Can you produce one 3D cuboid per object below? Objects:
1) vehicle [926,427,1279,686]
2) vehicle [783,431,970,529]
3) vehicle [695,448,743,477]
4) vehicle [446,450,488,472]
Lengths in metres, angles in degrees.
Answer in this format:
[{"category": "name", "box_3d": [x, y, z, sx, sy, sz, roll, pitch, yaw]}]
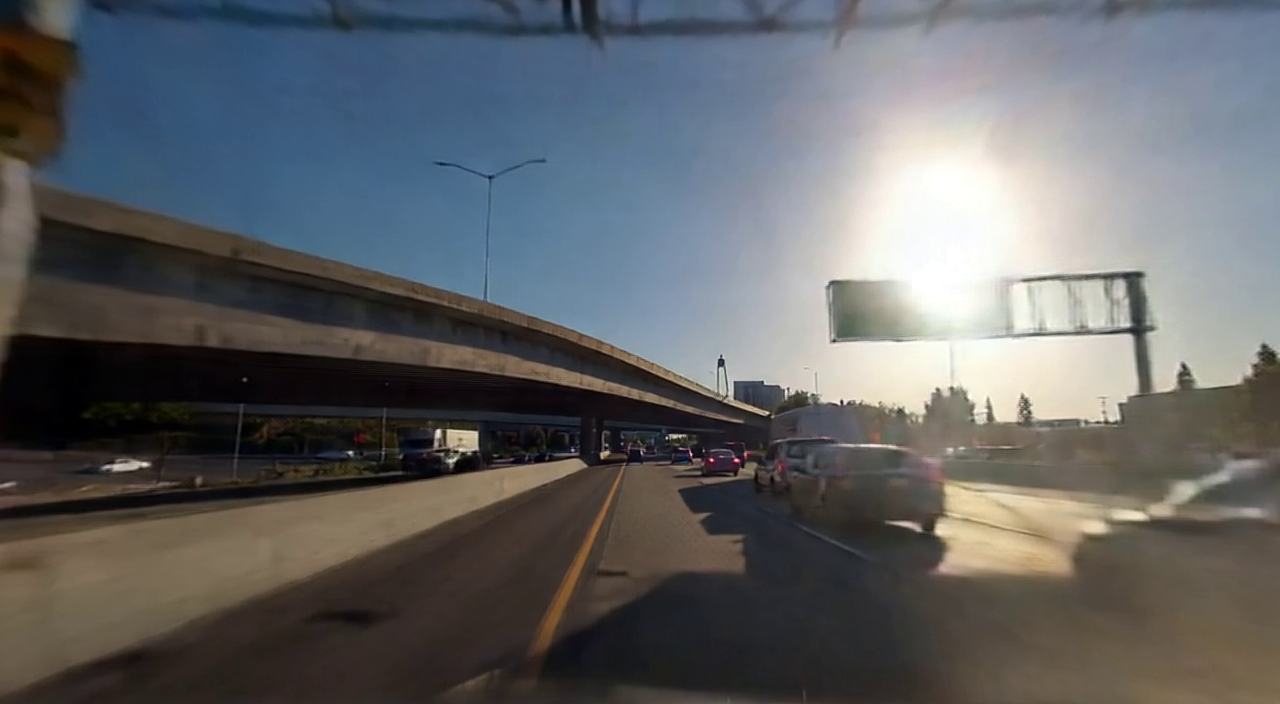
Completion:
[{"category": "vehicle", "box_3d": [4.628, 1.481, 5.635, 1.927, 1.489, 4.478, 0, -9, -2]}, {"category": "vehicle", "box_3d": [4.668, 2.577, 13.374, 2.084, 1.698, 4.489, 0, -9, -2]}, {"category": "vehicle", "box_3d": [4.245, 6.025, 34.622, 1.971, 1.453, 4.414, 0, -9, -2]}, {"category": "vehicle", "box_3d": [-13.333, 8.404, 48.993, 1.971, 1.612, 4.481, 0, -9, -1]}]
